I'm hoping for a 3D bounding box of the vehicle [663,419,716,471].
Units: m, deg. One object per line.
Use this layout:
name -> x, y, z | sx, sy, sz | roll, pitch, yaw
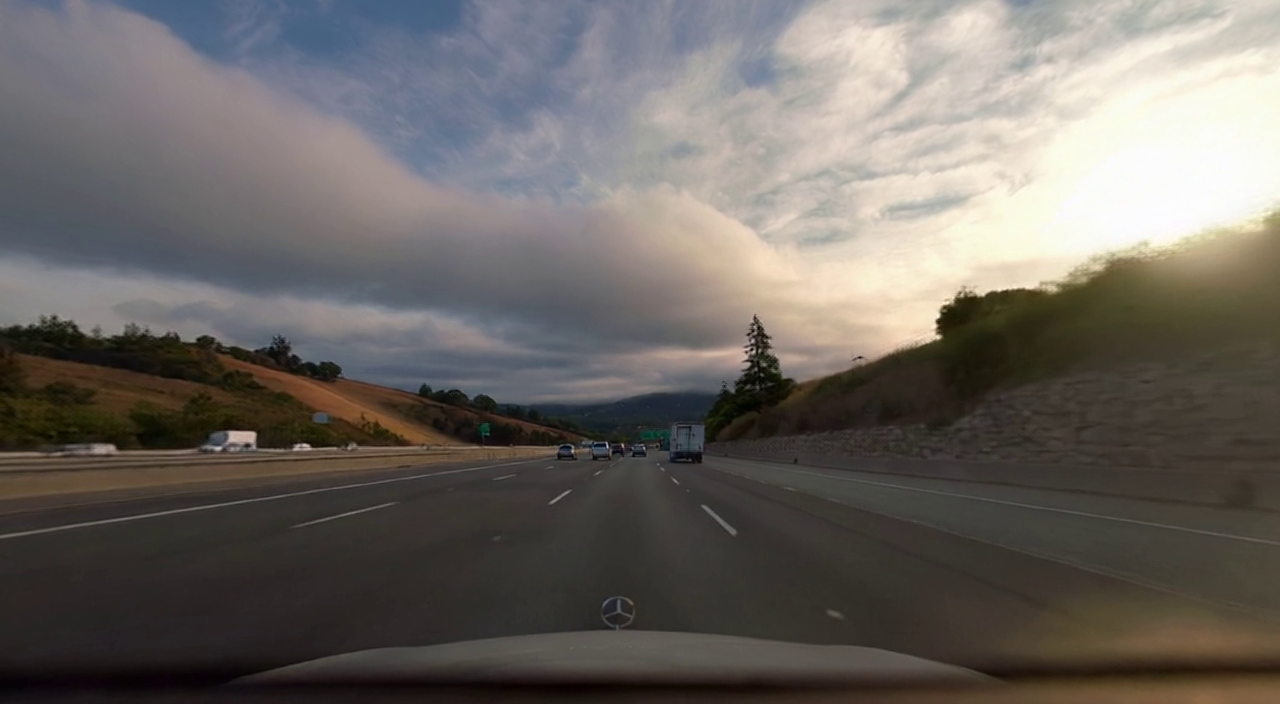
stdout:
vehicle -> 3.226, 6.422, 43.298 | 2.795, 3.187, 7.205 | 0, -9, -2
